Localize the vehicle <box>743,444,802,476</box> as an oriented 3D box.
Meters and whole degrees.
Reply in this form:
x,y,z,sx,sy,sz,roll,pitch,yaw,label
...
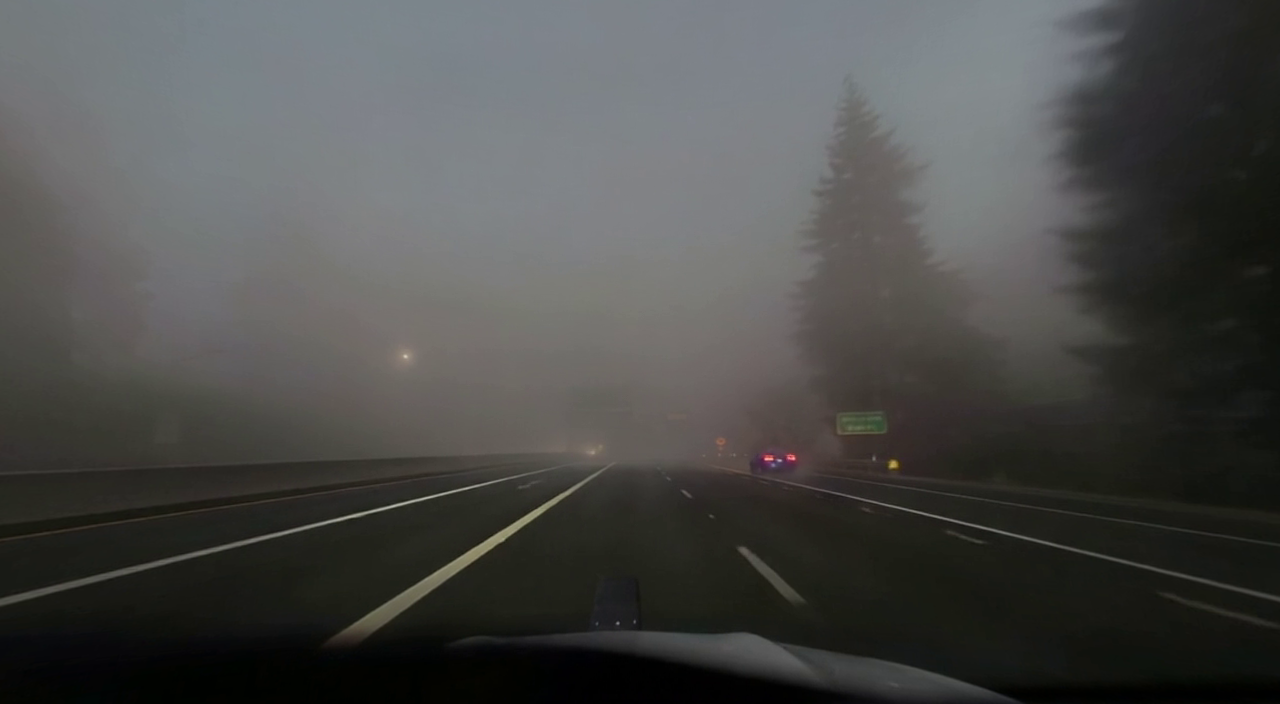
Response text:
x,y,z,sx,sy,sz,roll,pitch,yaw,label
6.782,5.552,32.855,1.958,1.498,4.447,1,-8,-2,vehicle
